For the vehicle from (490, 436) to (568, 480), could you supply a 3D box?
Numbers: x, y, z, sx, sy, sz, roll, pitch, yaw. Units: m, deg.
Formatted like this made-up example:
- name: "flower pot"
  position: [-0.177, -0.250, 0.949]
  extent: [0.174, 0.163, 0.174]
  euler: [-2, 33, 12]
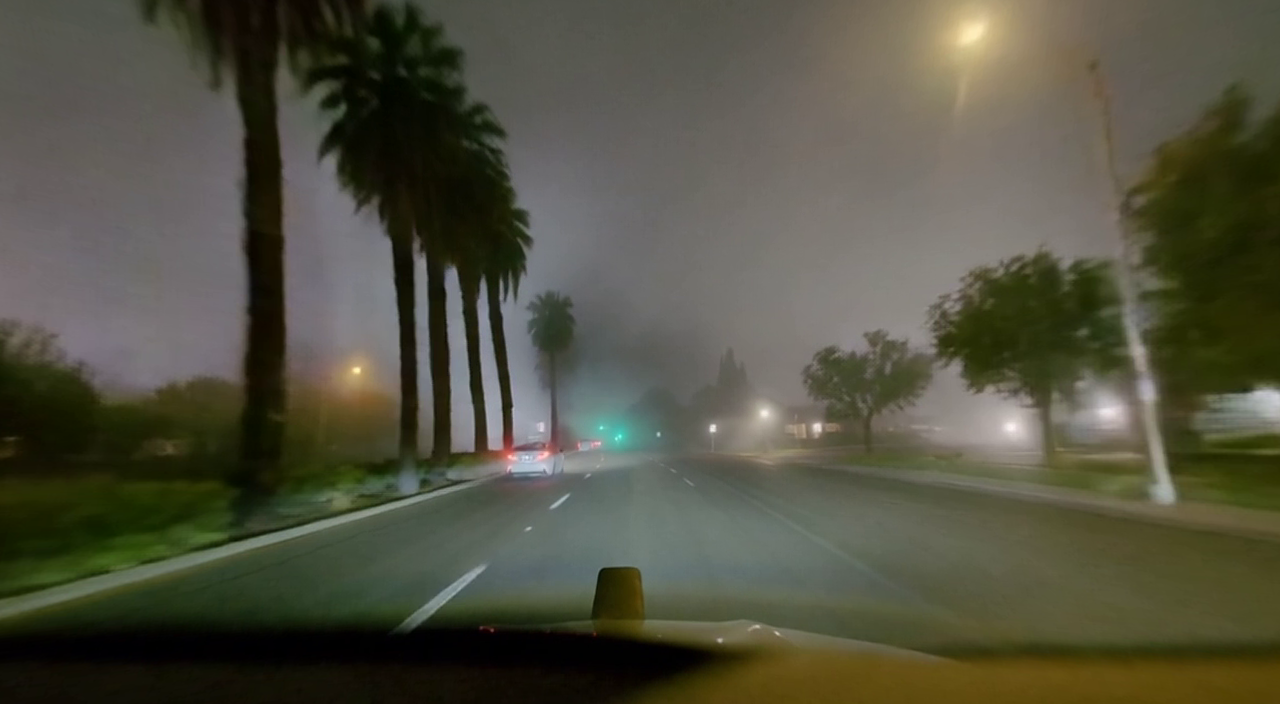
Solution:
- name: "vehicle"
  position: [-4.026, 3.924, 23.723]
  extent: [2.108, 1.475, 4.555]
  euler: [0, -8, 0]
